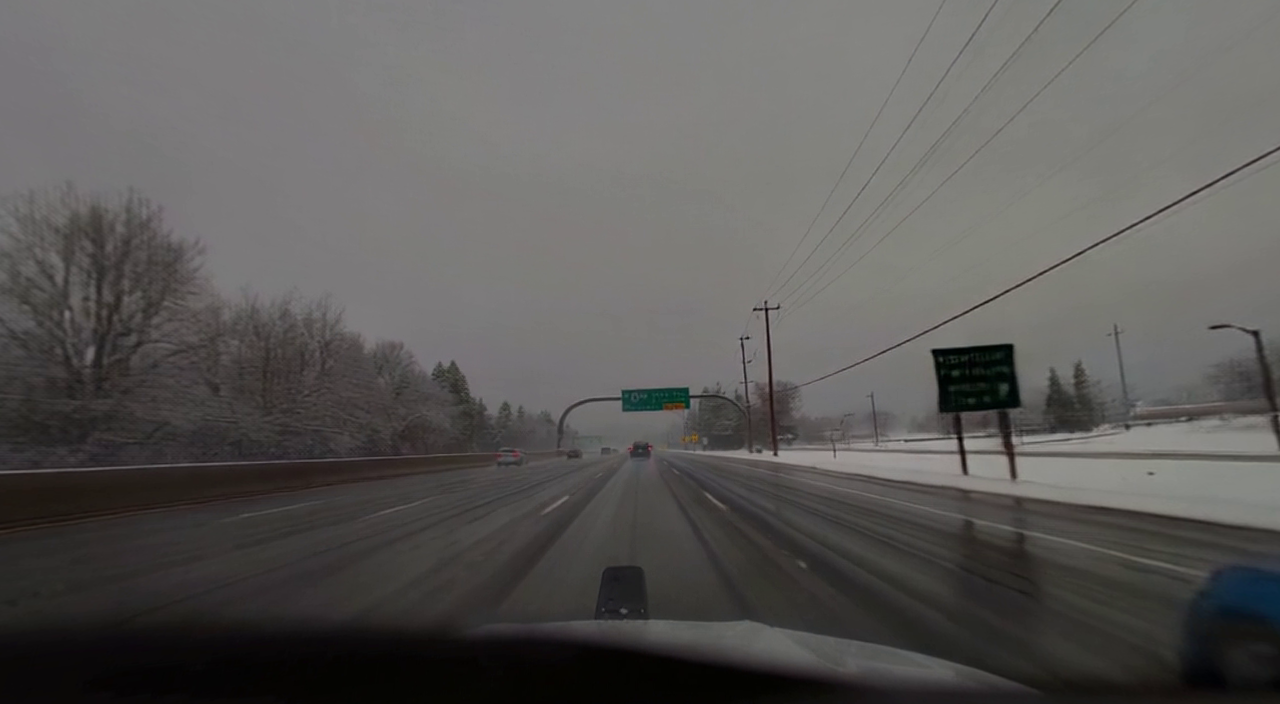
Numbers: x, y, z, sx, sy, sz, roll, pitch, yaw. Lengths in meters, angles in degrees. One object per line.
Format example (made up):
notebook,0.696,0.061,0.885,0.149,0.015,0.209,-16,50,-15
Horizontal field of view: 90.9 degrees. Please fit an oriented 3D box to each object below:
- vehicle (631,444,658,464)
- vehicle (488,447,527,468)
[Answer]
vehicle,0.307,7.893,48.993,2.036,1.474,3.969,0,-8,0
vehicle,-10.055,8.046,48.228,1.947,1.528,4.355,0,-8,1
